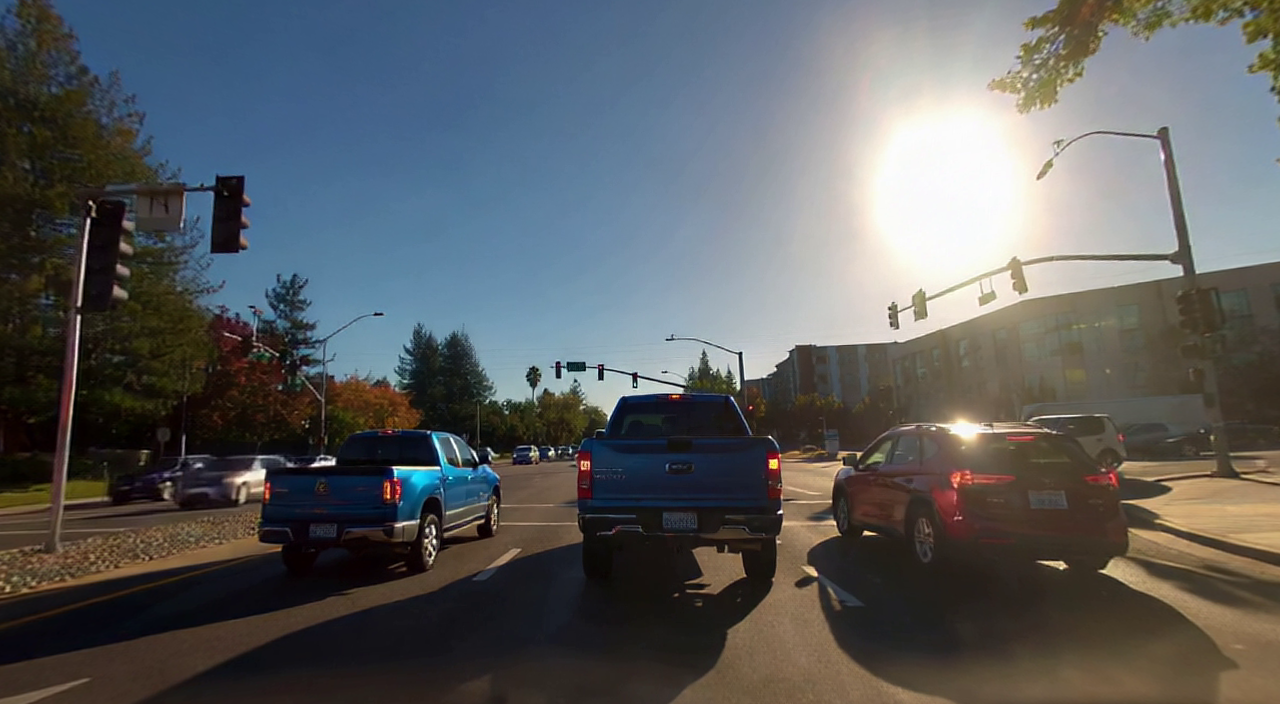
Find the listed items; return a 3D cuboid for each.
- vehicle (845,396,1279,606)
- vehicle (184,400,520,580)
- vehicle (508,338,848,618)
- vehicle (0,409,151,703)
[{"bbox_3d":[4.049,1.498,7.186,1.984,1.659,4.226,0,-8,0],"label":"vehicle"},{"bbox_3d":[-3.289,1.694,8.584,2.125,1.739,4.707,0,-8,3],"label":"vehicle"},{"bbox_3d":[0.323,1.271,7.150,2.505,2.084,4.768,0,-8,1],"label":"vehicle"},{"bbox_3d":[-3.388,0.708,0.647,1.998,1.481,4.656,0,-8,1],"label":"vehicle"}]
